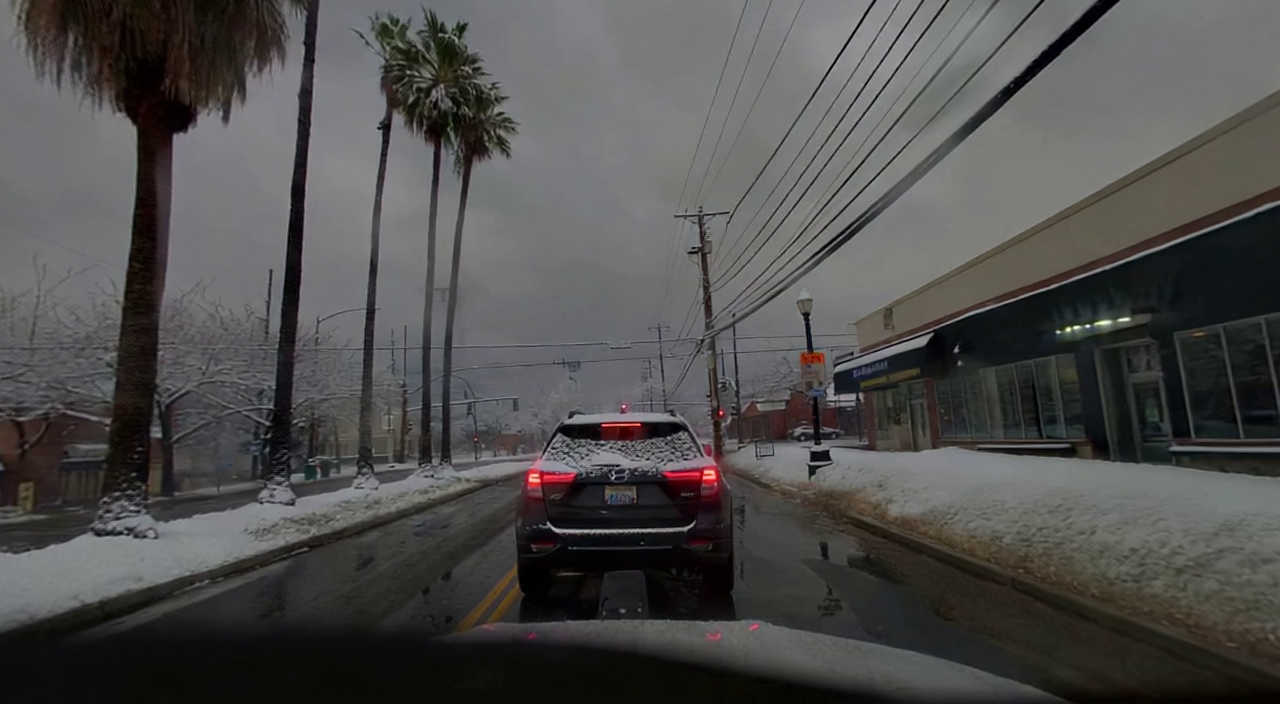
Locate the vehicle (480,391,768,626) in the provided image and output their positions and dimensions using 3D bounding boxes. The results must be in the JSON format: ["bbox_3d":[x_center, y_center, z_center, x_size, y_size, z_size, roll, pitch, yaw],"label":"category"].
[{"bbox_3d":[-0.191,1.415,6.595,2.105,1.702,3.750,0,-8,-3],"label":"vehicle"}]
